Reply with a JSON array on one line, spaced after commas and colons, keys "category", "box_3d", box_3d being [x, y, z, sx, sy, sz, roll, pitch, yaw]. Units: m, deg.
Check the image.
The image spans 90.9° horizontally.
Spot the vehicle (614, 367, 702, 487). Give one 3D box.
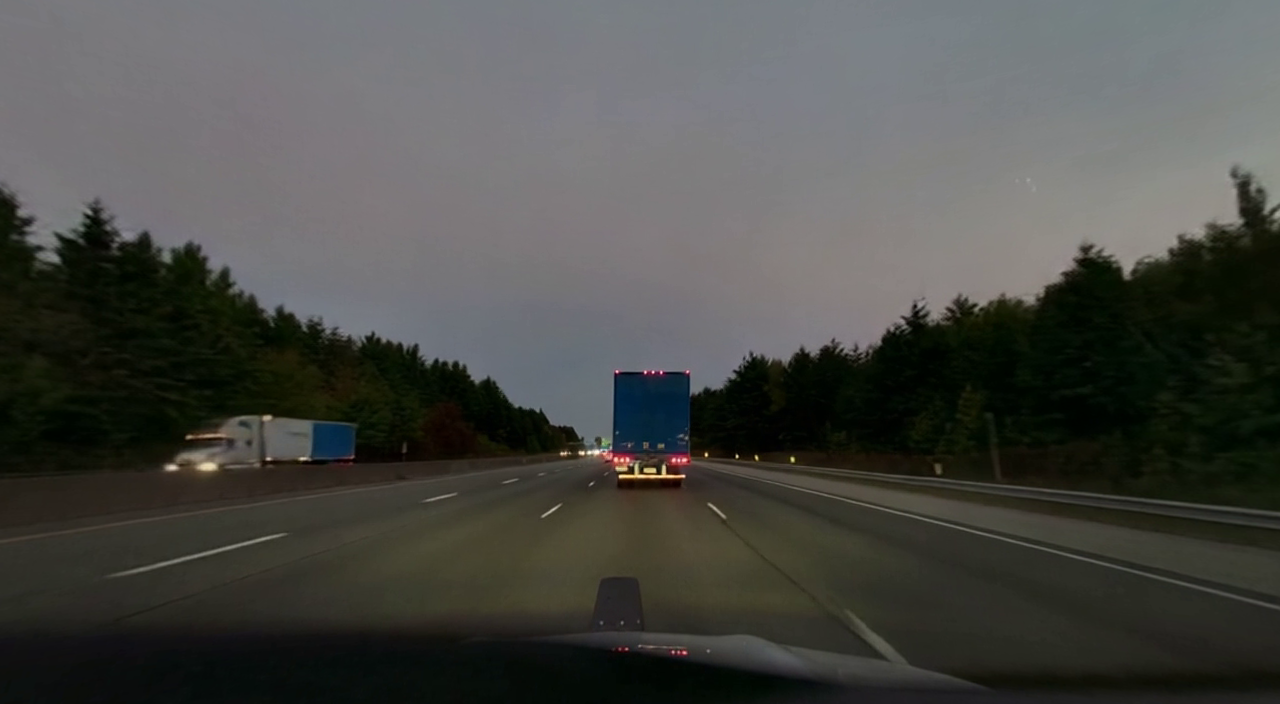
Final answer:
[{"category": "vehicle", "box_3d": [0.537, 3.239, 25.937, 2.898, 3.973, 10.063, 0, -9, -1]}]

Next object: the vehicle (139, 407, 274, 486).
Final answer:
[{"category": "vehicle", "box_3d": [-23.750, 5.266, 35.016, 2.954, 3.945, 6.094, 0, -9, 0]}]
